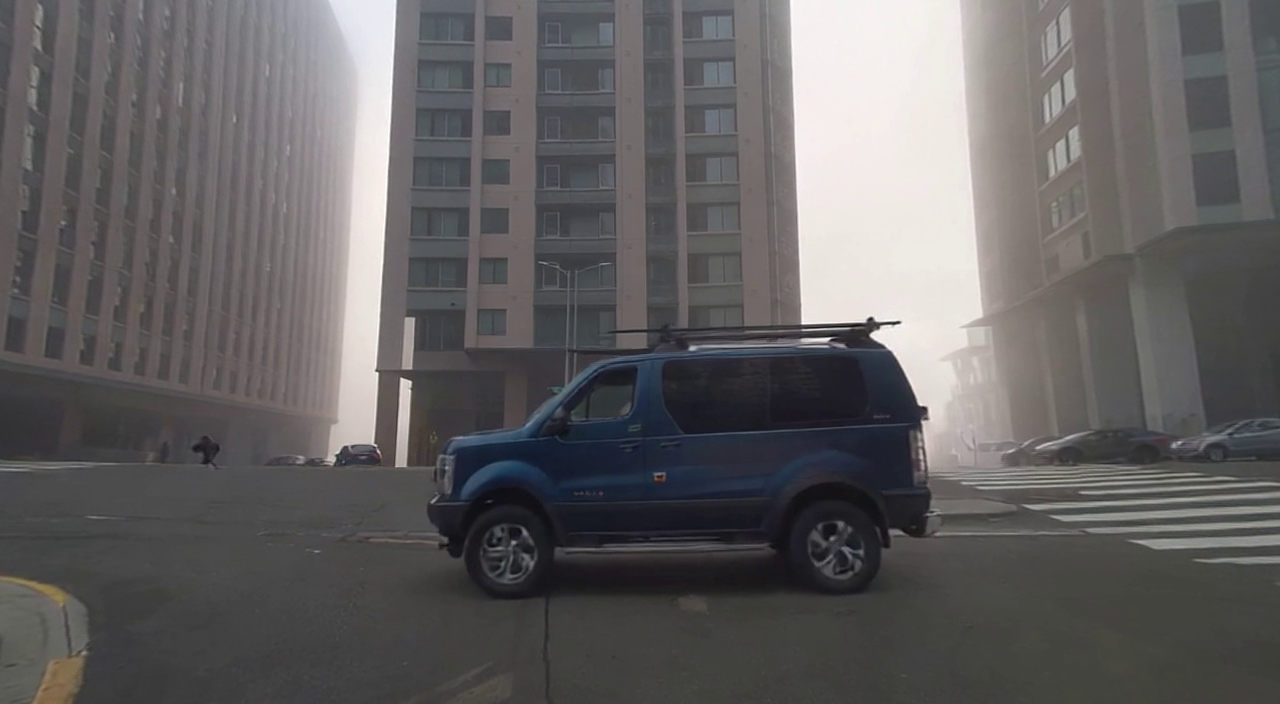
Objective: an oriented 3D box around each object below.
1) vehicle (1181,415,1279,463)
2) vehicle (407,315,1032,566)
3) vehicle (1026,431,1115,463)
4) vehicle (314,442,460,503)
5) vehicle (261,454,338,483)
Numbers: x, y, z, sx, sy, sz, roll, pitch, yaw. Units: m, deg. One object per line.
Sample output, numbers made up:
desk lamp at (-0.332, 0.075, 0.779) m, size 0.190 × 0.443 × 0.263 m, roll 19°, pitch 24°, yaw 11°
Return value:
vehicle at (19.191, 2.722, 19.582) m, size 1.521 × 1.386 × 3.357 m, roll 0°, pitch -9°, yaw -5°
vehicle at (0.848, 1.171, 8.443) m, size 6.932 × 2.753 × 2.446 m, roll -1°, pitch -9°, yaw 4°
vehicle at (23.600, 5.230, 34.728) m, size 3.827 × 1.677 × 1.898 m, roll -5°, pitch -10°, yaw 32°
vehicle at (-7.930, 3.792, 20.384) m, size 2.395 × 1.719 × 4.549 m, roll -1°, pitch -9°, yaw 7°
vehicle at (-18.682, 6.376, 34.719) m, size 3.467 × 1.456 × 1.649 m, roll 3°, pitch -9°, yaw -22°
